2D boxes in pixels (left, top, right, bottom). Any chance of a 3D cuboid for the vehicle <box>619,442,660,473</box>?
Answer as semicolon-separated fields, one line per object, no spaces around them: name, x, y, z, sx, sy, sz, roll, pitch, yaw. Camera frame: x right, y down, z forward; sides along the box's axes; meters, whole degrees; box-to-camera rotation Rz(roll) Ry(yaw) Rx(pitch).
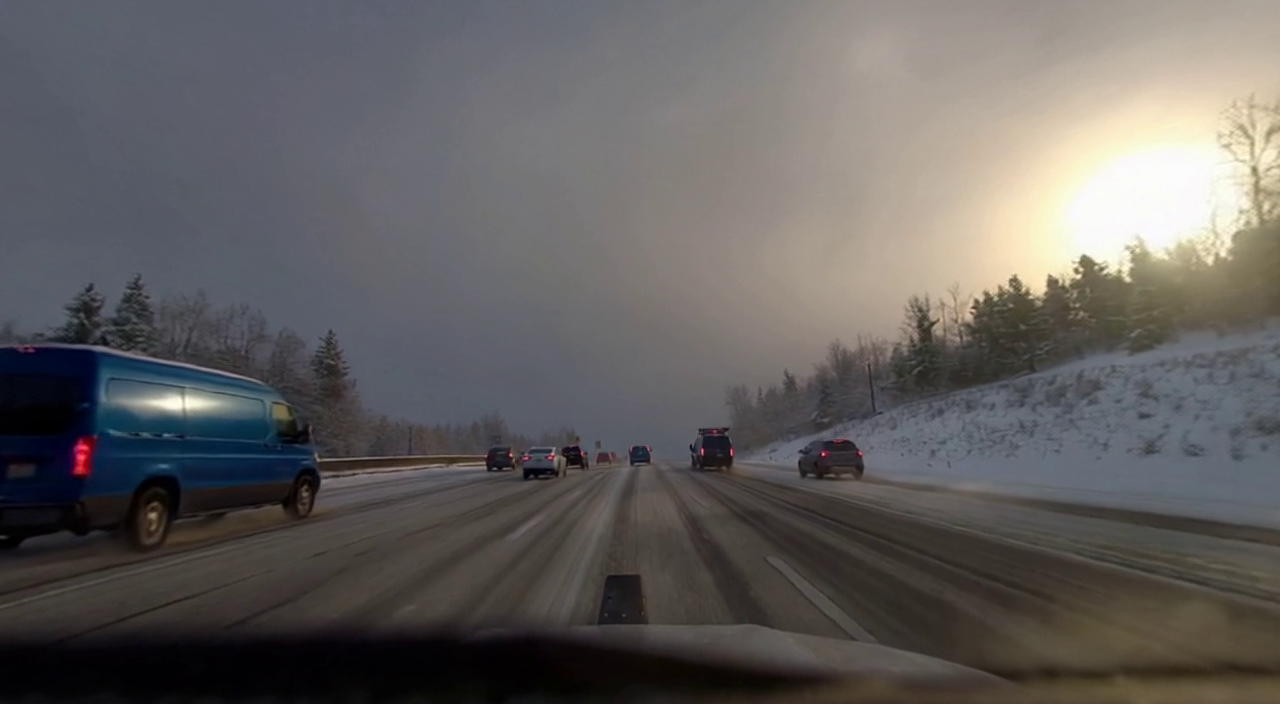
vehicle;0.007;5.801;34.852;2.115;1.617;4.102;0;-9;1

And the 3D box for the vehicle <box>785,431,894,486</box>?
vehicle;7.428;4.051;24.267;2.304;1.840;5.706;0;-8;0

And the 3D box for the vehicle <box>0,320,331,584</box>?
vehicle;-7.587;1.475;9.712;2.336;2.708;6.421;0;-9;0

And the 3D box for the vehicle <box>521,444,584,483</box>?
vehicle;-3.518;4.568;26.159;1.970;1.483;4.071;0;-9;1

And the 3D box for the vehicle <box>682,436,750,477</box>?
vehicle;3.736;5.292;32.319;2.777;1.895;5.710;0;-9;0

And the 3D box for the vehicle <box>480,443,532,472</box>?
vehicle;-7.678;6.087;36.496;1.961;1.562;4.301;0;-9;1

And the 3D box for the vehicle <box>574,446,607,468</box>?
vehicle;-3.549;7.539;45.614;1.987;1.466;4.341;0;-9;1
